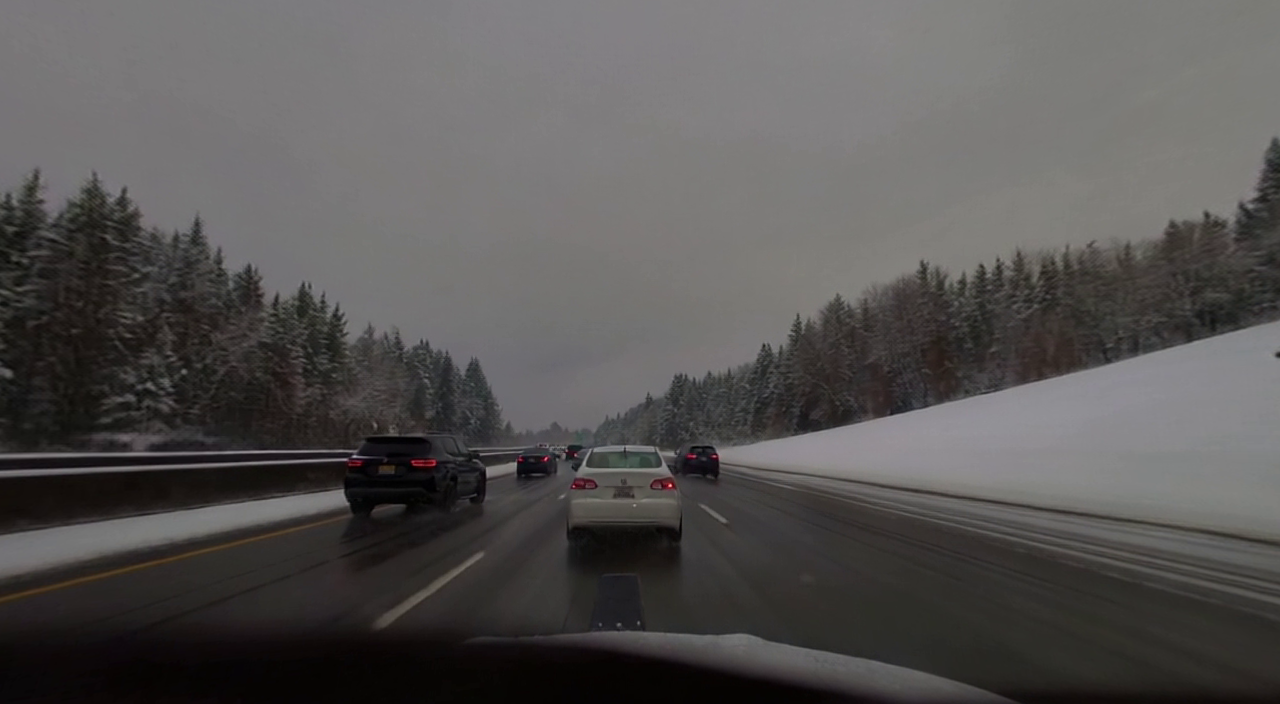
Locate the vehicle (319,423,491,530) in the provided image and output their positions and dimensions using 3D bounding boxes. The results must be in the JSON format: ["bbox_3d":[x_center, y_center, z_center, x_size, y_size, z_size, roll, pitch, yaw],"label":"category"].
[{"bbox_3d":[-4.282,2.332,12.277,1.830,1.703,4.142,0,-9,-2],"label":"vehicle"}]

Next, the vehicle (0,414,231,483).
[{"bbox_3d":[-12.764,2.427,15.799,2.076,1.461,4.477,0,-9,-2],"label":"vehicle"}]

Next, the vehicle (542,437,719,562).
[{"bbox_3d":[-0.190,2.105,9.744,2.120,1.478,4.179,0,-9,-2],"label":"vehicle"}]

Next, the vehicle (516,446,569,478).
[{"bbox_3d":[-4.824,5.493,31.601,2.122,1.491,3.800,0,-9,-1],"label":"vehicle"}]
